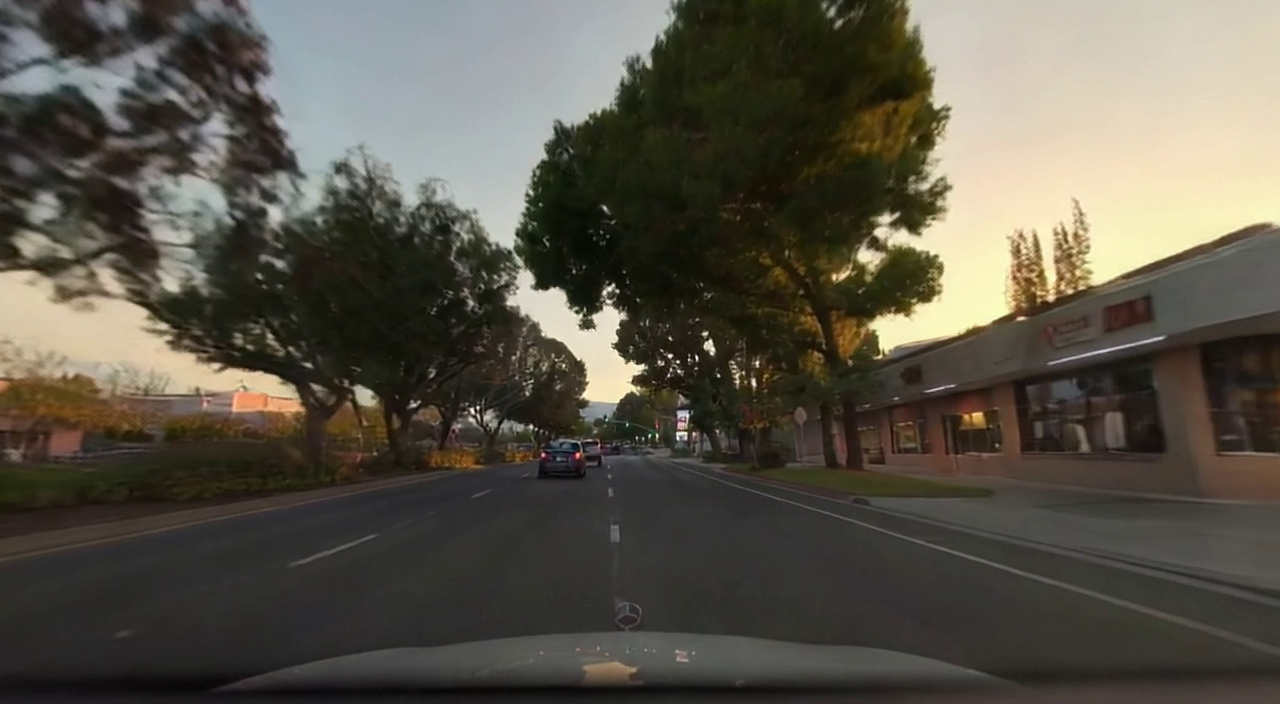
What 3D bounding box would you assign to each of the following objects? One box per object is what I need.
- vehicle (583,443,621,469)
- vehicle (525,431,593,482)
[{"bbox_3d":[-2.334,6.174,37.423,2.113,1.446,4.309,1,-8,-5],"label":"vehicle"},{"bbox_3d":[-3.199,4.267,26.006,2.222,1.899,5.006,0,-8,-1],"label":"vehicle"}]
